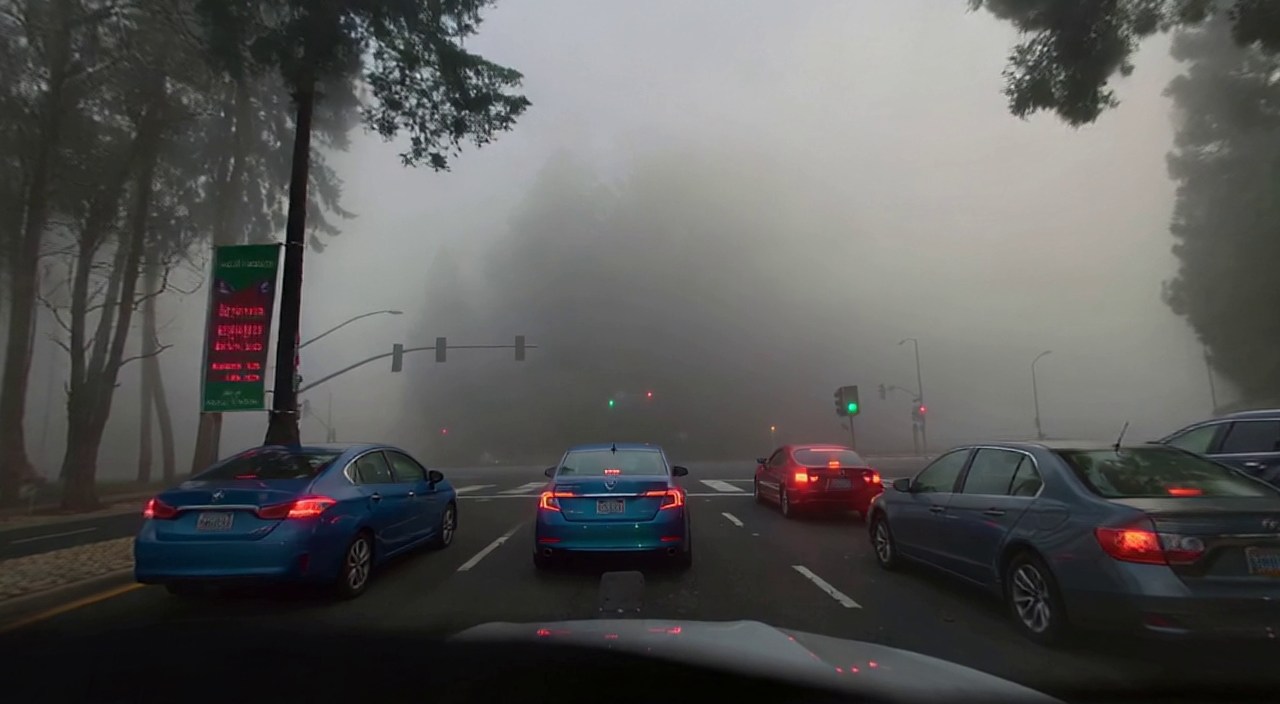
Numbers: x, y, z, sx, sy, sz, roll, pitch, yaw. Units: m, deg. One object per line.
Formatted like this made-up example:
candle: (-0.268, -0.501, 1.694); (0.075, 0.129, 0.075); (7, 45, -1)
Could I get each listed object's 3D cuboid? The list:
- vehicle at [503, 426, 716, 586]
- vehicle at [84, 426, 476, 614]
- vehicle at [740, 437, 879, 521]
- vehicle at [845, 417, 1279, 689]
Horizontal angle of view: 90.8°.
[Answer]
vehicle: (-0.311, 1.722, 7.818); (1.994, 1.479, 3.647); (0, -9, -1)
vehicle: (-3.370, 1.631, 7.082); (1.929, 1.457, 4.136); (0, -9, 0)
vehicle: (3.399, 2.611, 13.486); (1.852, 1.498, 3.825); (0, -9, 0)
vehicle: (3.597, 1.437, 5.754); (1.953, 1.471, 4.470); (0, -9, 0)
